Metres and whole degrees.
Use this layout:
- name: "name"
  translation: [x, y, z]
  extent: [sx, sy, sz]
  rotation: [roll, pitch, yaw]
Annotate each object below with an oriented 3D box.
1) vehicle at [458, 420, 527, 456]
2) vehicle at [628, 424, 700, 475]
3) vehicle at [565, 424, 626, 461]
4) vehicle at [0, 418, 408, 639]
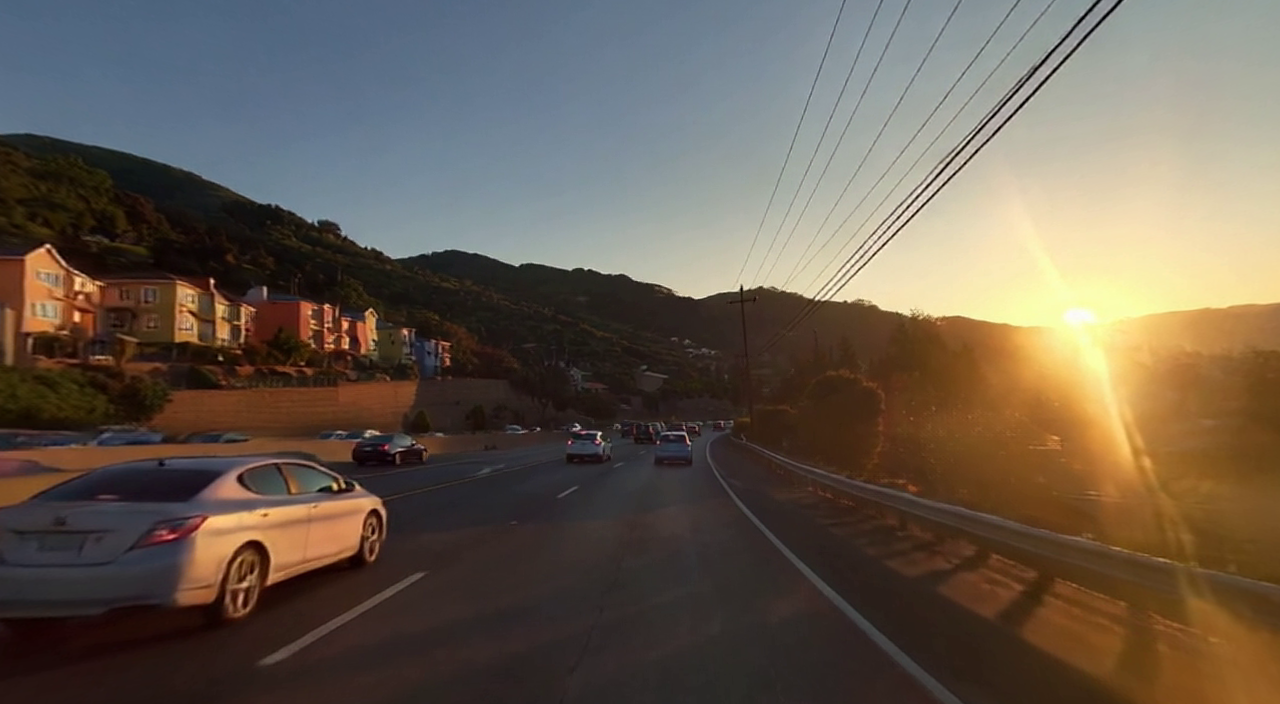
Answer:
- name: "vehicle"
  translation: [-8.175, 4.855, 35.400]
  extent: [2.080, 1.833, 4.461]
  rotation: [-2, -8, 10]
- name: "vehicle"
  translation: [0.838, 3.164, 20.544]
  extent: [2.109, 1.495, 3.935]
  rotation: [-1, -8, 4]
- name: "vehicle"
  translation: [-2.034, 4.354, 30.308]
  extent: [2.121, 1.639, 4.383]
  rotation: [-1, -8, 7]
- name: "vehicle"
  translation: [-4.454, 1.552, 6.746]
  extent: [1.956, 1.478, 4.789]
  rotation: [-1, -8, 2]
